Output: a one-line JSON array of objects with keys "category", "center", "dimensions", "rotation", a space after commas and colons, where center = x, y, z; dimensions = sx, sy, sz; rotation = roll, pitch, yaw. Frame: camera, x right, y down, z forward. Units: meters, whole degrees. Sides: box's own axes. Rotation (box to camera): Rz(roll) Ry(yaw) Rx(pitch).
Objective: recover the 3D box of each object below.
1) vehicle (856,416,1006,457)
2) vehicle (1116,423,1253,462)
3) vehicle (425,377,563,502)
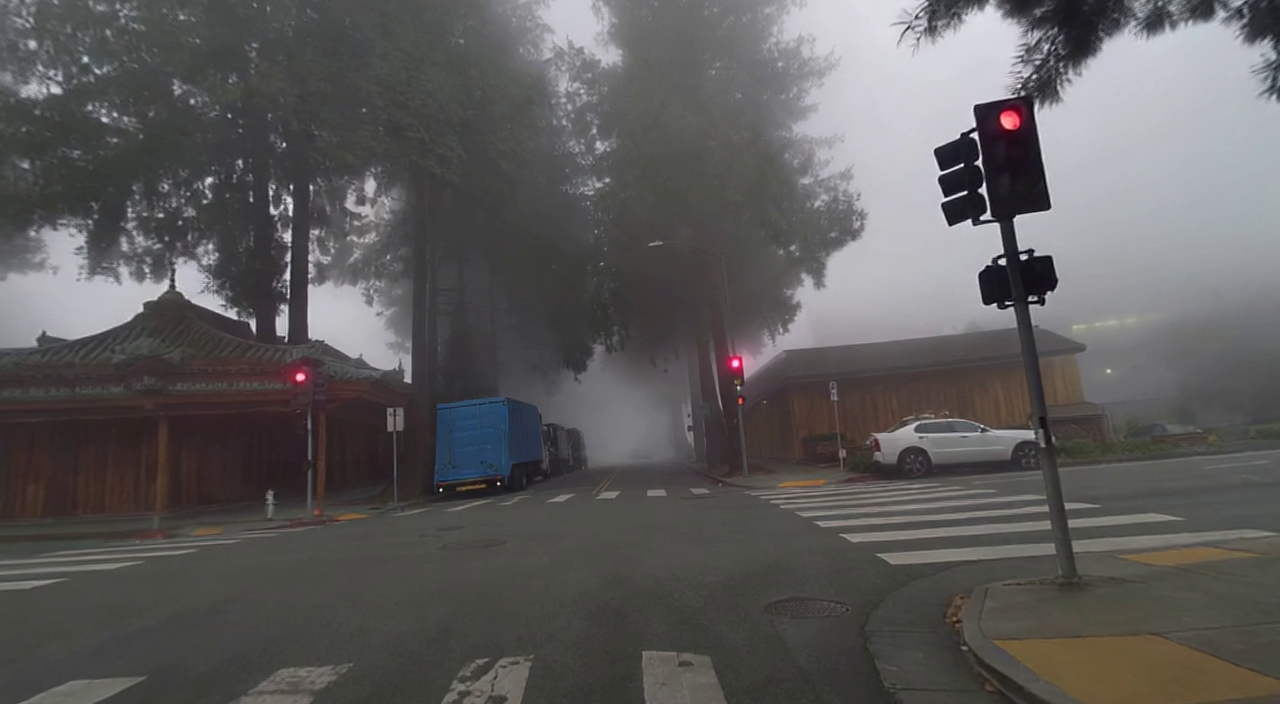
[{"category": "vehicle", "center": [10.686, 3.141, 23.420], "dimensions": [4.643, 1.456, 1.820], "rotation": [-1, -8, 5]}, {"category": "vehicle", "center": [24.946, 4.166, 29.019], "dimensions": [4.268, 1.695, 2.053], "rotation": [0, -8, 3]}, {"category": "vehicle", "center": [-5.749, 3.761, 27.091], "dimensions": [3.113, 4.041, 10.284], "rotation": [-6, -8, 0]}]
